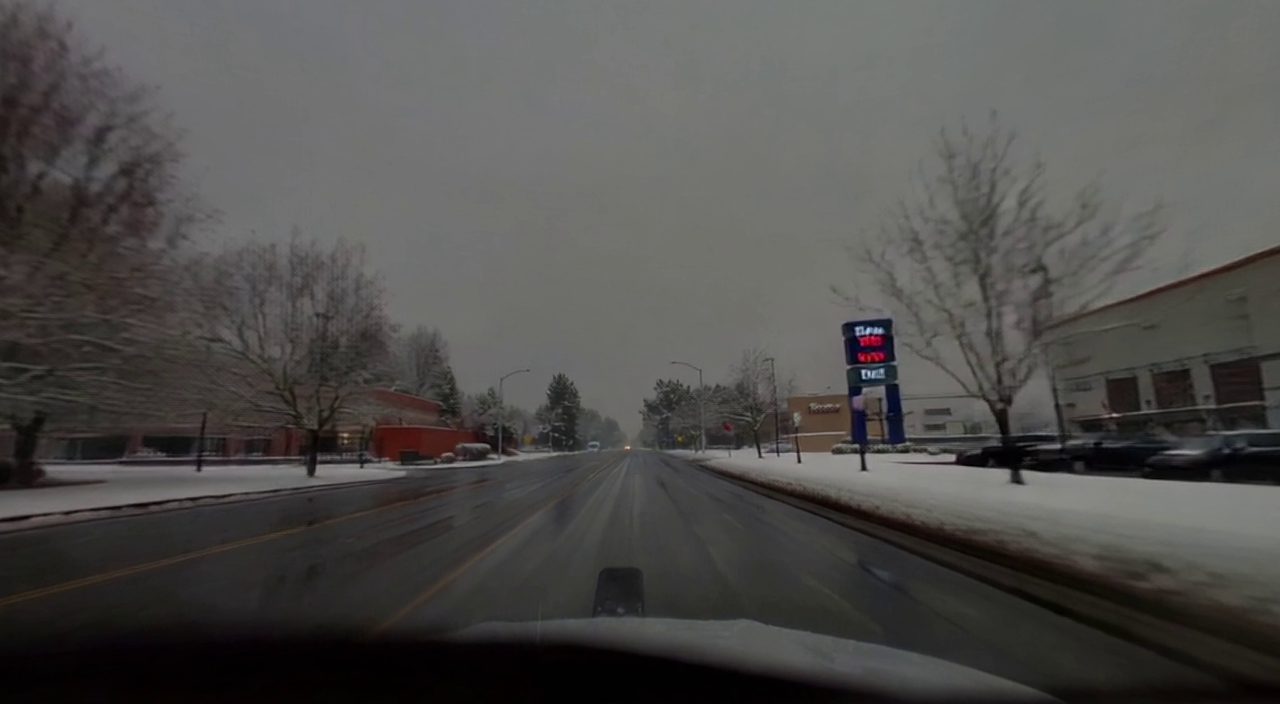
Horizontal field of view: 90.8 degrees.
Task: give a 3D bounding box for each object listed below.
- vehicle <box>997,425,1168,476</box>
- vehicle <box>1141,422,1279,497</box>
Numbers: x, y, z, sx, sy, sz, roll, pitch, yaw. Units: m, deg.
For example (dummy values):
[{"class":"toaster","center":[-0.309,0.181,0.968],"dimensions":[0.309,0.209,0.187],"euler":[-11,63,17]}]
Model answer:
[{"class":"vehicle","center":[16.052,3.596,23.143],"dimensions":[4.656,1.748,2.059],"euler":[0,-8,1]},{"class":"vehicle","center":[16.104,2.674,16.250],"dimensions":[4.648,1.637,2.029],"euler":[-3,-8,-3]}]
